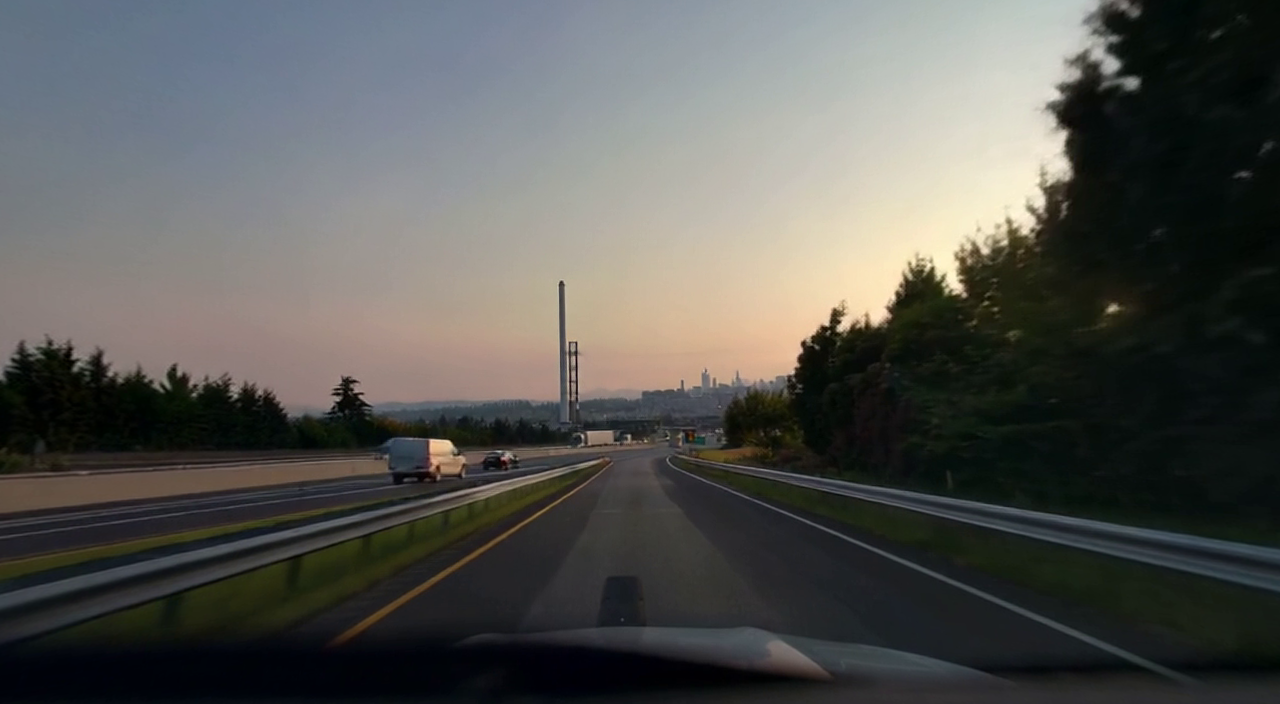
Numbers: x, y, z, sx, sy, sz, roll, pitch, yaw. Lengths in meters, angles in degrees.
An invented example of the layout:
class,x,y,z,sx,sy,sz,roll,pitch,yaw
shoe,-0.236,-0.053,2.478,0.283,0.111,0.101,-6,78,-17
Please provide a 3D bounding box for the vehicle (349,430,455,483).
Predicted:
class,x,y,z,sx,sy,sz,roll,pitch,yaw
vehicle,-13.428,6.007,36.459,2.344,2.702,7.709,-1,-9,6
